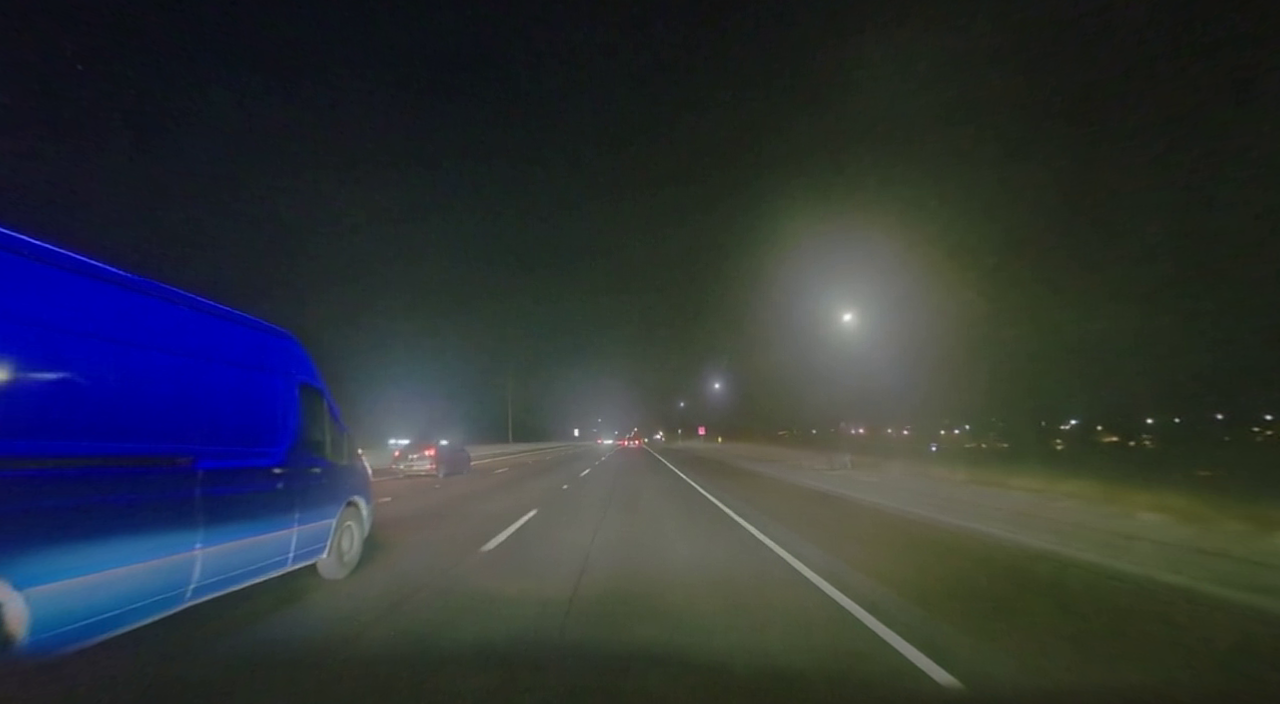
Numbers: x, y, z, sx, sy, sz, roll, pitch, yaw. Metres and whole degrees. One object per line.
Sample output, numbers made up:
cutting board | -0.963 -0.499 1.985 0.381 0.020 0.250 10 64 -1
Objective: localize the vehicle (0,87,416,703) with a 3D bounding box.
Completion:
vehicle | -3.998 0.434 4.060 2.428 2.782 7.330 0 -8 0
